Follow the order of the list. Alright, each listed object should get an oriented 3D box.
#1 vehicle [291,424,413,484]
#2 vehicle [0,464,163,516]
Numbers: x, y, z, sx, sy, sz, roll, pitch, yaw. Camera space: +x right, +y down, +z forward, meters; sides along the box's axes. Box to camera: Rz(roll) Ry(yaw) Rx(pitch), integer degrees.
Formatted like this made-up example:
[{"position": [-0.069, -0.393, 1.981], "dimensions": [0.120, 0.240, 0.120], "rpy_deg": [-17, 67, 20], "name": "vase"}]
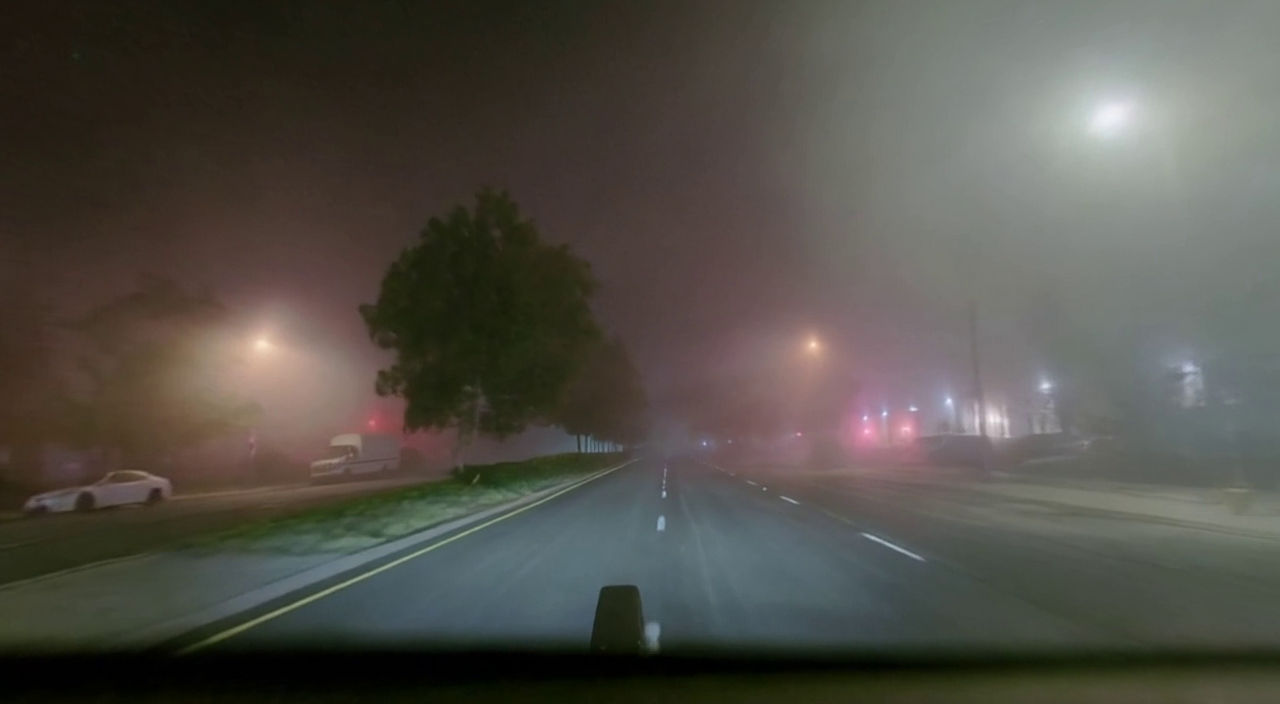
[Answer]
[{"position": [-18.756, 6.747, 42.052], "dimensions": [2.898, 3.487, 9.955], "rpy_deg": [0, -9, 3], "name": "vehicle"}, {"position": [-19.615, 4.777, 22.184], "dimensions": [1.820, 1.459, 4.559], "rpy_deg": [0, -9, 3], "name": "vehicle"}]
